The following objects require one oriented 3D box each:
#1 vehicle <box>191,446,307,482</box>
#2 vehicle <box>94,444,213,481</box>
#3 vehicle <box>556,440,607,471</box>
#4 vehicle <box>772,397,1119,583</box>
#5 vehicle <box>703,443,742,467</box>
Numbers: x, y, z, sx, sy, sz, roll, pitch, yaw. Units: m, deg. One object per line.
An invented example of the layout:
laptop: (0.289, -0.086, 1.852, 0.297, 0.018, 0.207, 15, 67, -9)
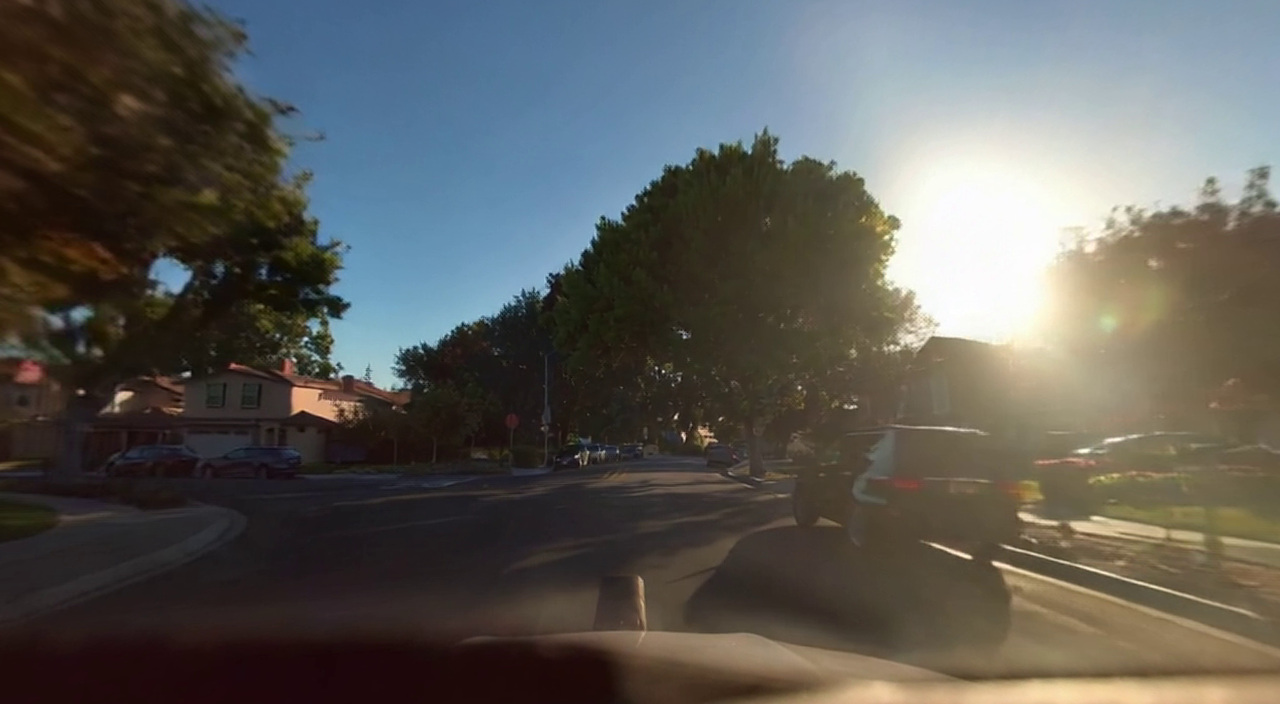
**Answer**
vehicle: (-16.449, 4.705, 26.705, 3.734, 1.441, 1.756, -1, -9, 4)
vehicle: (-20.637, 4.693, 26.896, 3.610, 1.501, 1.814, -1, -9, 4)
vehicle: (-3.757, 6.716, 41.209, 2.041, 1.762, 4.508, -3, -8, 11)
vehicle: (3.540, 1.726, 8.752, 2.228, 1.813, 4.901, 0, -9, -1)
vehicle: (6.012, 7.380, 45.496, 2.075, 1.657, 4.648, -2, -9, 16)
